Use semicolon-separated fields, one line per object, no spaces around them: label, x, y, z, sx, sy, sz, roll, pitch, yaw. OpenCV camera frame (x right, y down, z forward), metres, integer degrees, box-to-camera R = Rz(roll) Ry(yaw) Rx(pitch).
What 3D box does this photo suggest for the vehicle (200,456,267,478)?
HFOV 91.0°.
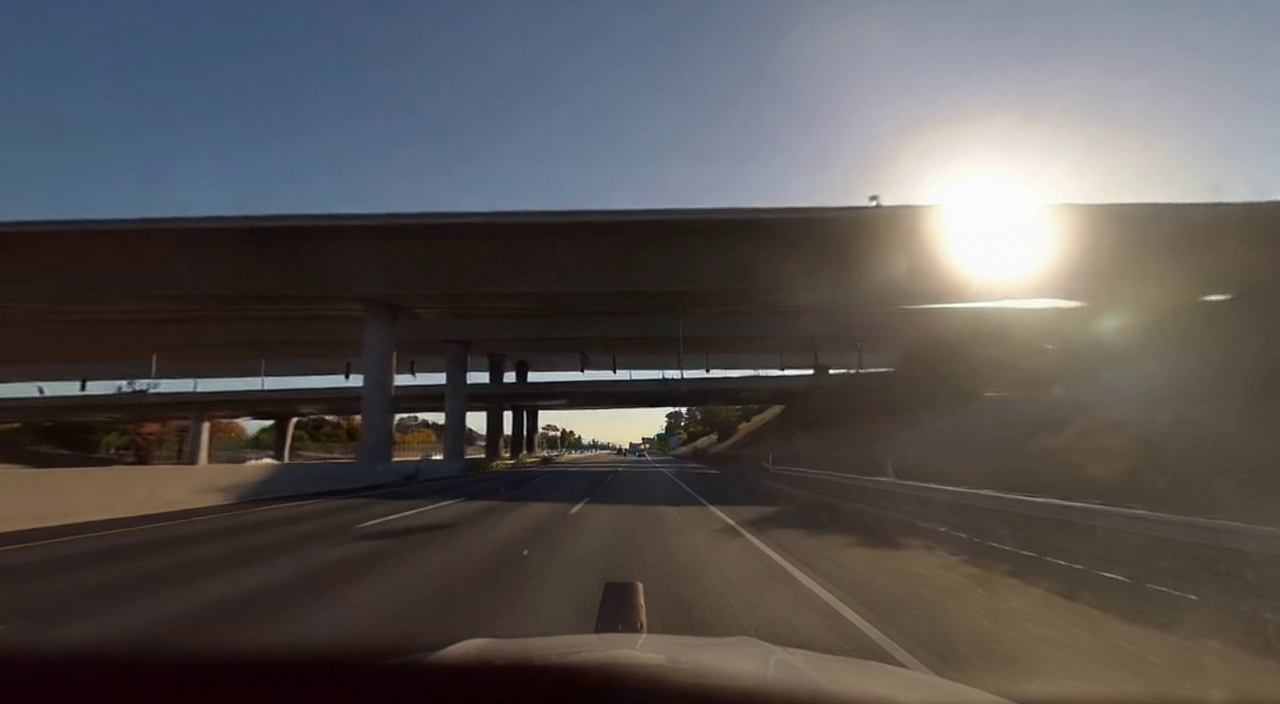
vehicle;-32.025;9.049;49.779;1.926;1.548;4.905;0;-9;1
